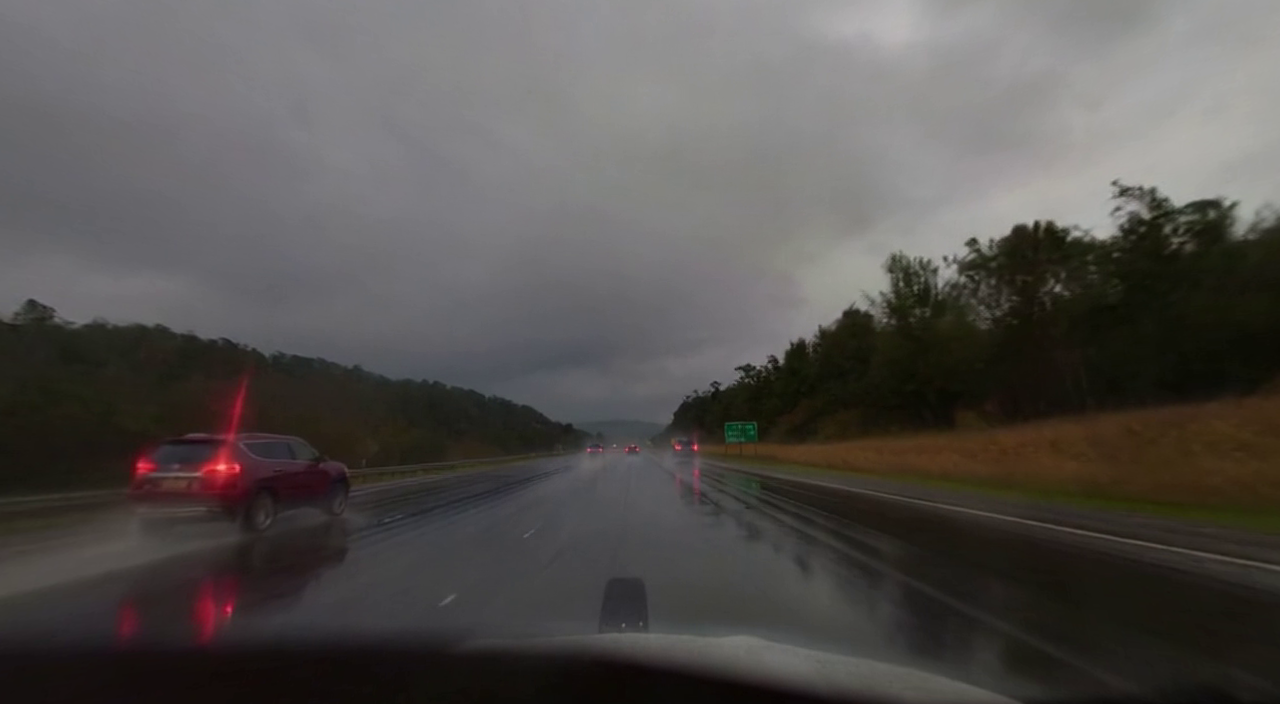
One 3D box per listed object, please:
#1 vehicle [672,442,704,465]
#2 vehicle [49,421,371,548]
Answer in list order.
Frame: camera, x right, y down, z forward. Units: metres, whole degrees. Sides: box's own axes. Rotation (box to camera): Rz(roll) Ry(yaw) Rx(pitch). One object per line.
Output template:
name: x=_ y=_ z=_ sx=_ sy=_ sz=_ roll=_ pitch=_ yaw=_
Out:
vehicle: x=3.660 y=7.887 z=49.100 sx=1.995 sy=1.712 sz=4.206 roll=0 pitch=-8 yaw=-2
vehicle: x=-7.103 y=2.220 z=11.383 sx=2.285 sy=1.759 sz=4.968 roll=0 pitch=-8 yaw=0
